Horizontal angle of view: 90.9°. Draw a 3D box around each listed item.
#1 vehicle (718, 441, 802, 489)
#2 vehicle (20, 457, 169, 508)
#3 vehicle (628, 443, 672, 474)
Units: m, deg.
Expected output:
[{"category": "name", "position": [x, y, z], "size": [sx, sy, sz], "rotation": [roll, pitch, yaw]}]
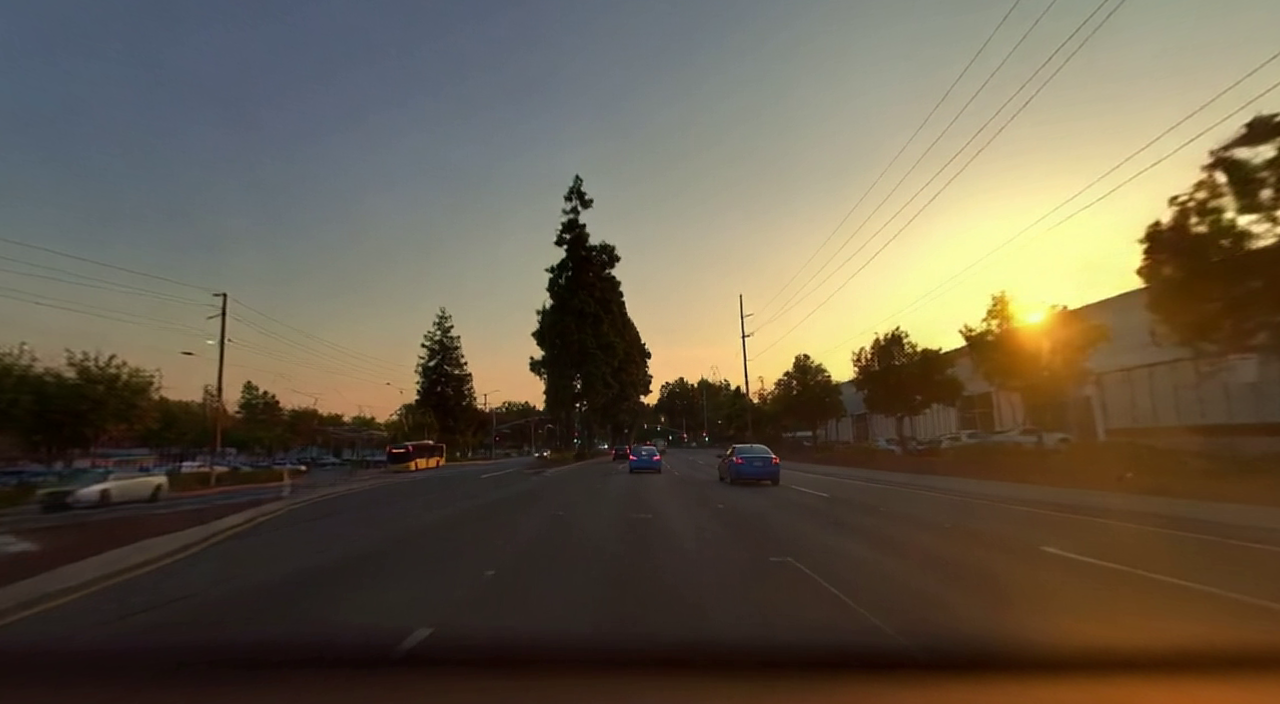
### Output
[{"category": "vehicle", "position": [4.075, 3.895, 22.170], "size": [2.067, 1.497, 4.327], "rotation": [0, -8, 0]}, {"category": "vehicle", "position": [-21.298, 5.070, 24.898], "size": [1.921, 1.728, 4.364], "rotation": [0, -8, 0]}, {"category": "vehicle", "position": [0.487, 5.477, 32.724], "size": [2.144, 1.505, 4.128], "rotation": [0, -8, 0]}]
